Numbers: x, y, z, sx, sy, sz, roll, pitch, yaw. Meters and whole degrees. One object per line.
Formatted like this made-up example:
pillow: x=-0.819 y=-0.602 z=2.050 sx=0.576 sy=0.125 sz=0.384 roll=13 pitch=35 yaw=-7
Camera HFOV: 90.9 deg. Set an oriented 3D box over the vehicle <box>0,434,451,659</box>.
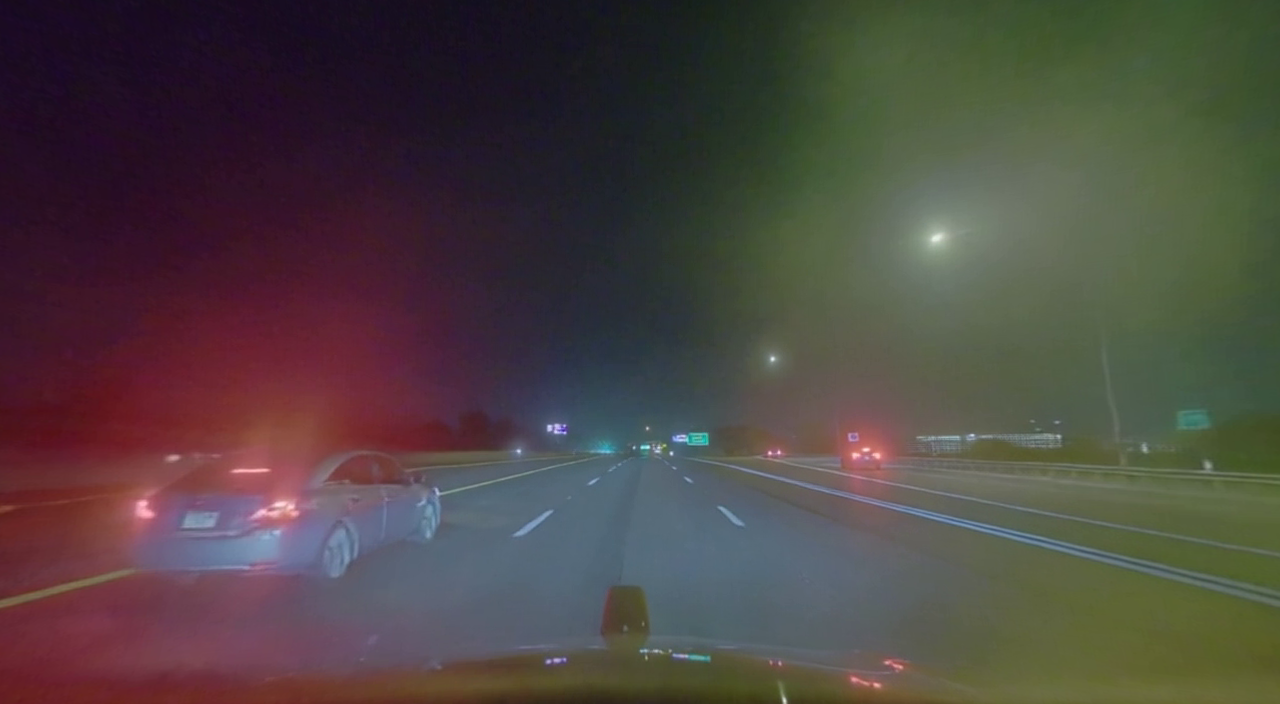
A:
vehicle: x=-3.558 y=1.614 z=6.306 sx=1.968 sy=1.504 sz=3.892 roll=0 pitch=-8 yaw=3
